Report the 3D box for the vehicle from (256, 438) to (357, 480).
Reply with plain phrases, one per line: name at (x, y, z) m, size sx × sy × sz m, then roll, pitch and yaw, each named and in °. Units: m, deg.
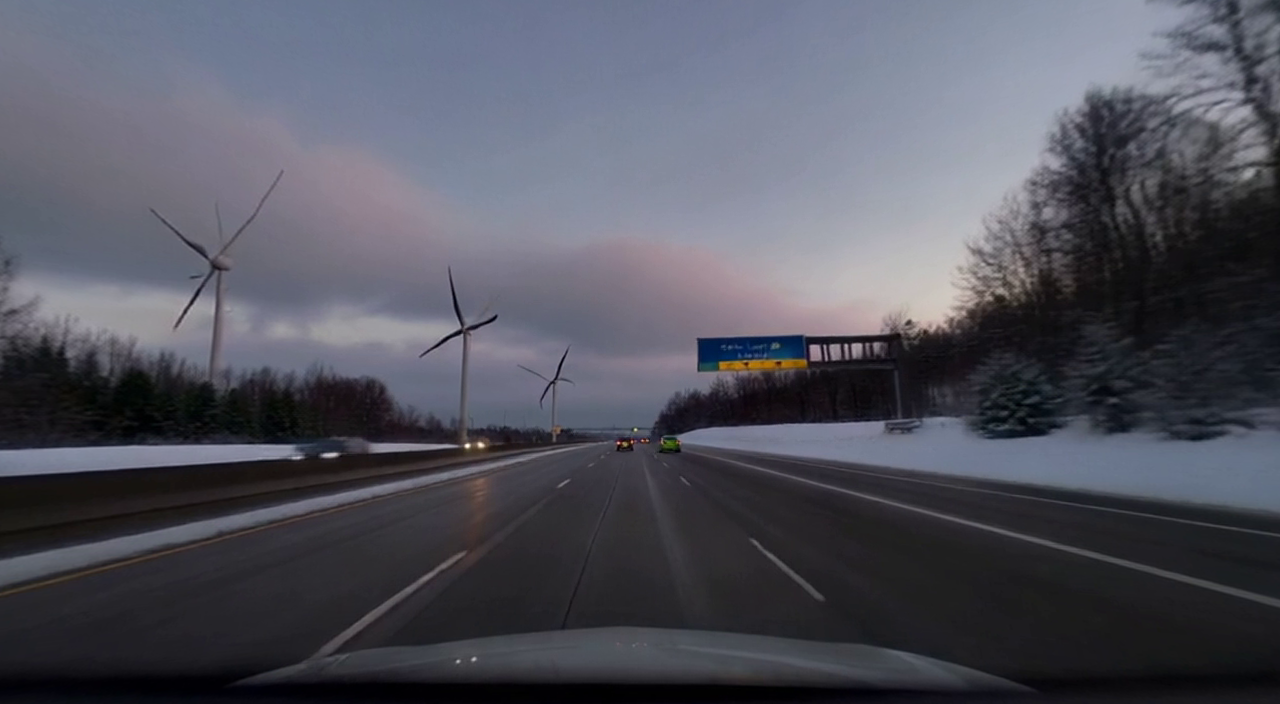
vehicle at (-12.754, 4.096, 24.343) m, size 1.858 × 1.472 × 3.822 m, roll 0°, pitch -8°, yaw -1°
